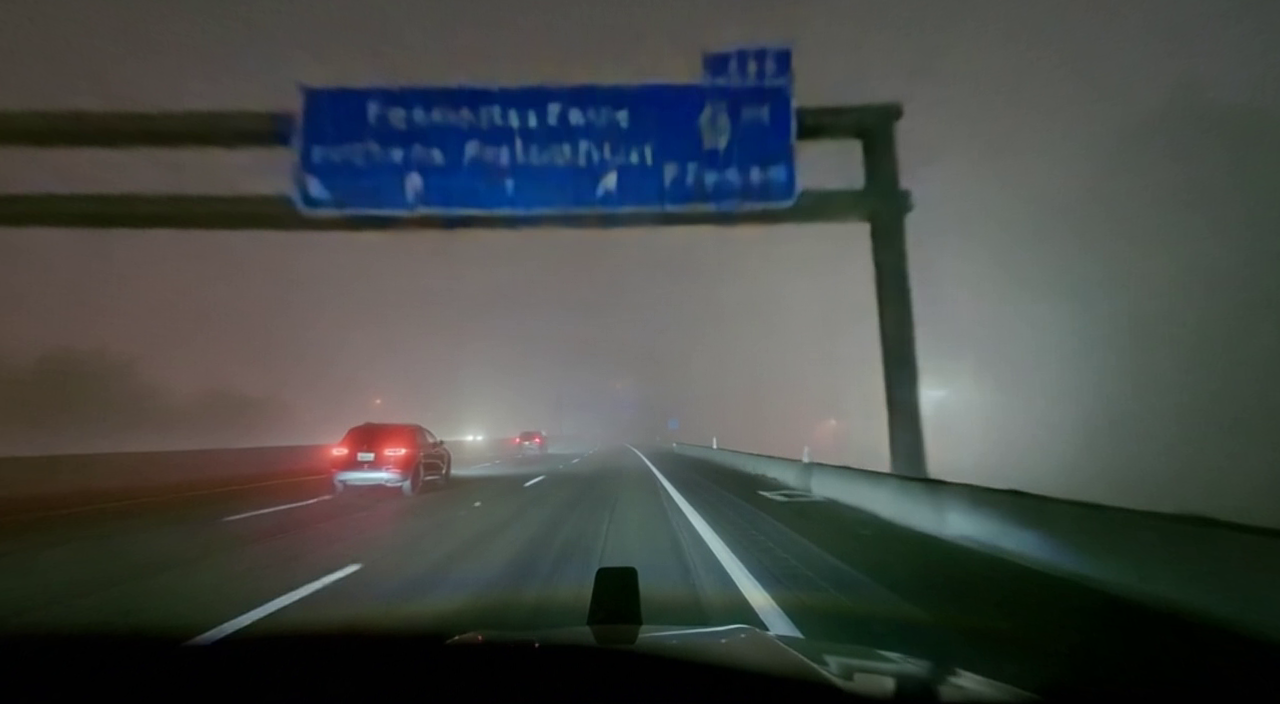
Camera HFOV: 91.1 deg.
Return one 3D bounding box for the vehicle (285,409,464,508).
[{"bbox_3d":[-5.250,2.156,13.153,2.007,1.727,4.040,0,-8,-1],"label":"vehicle"}]
